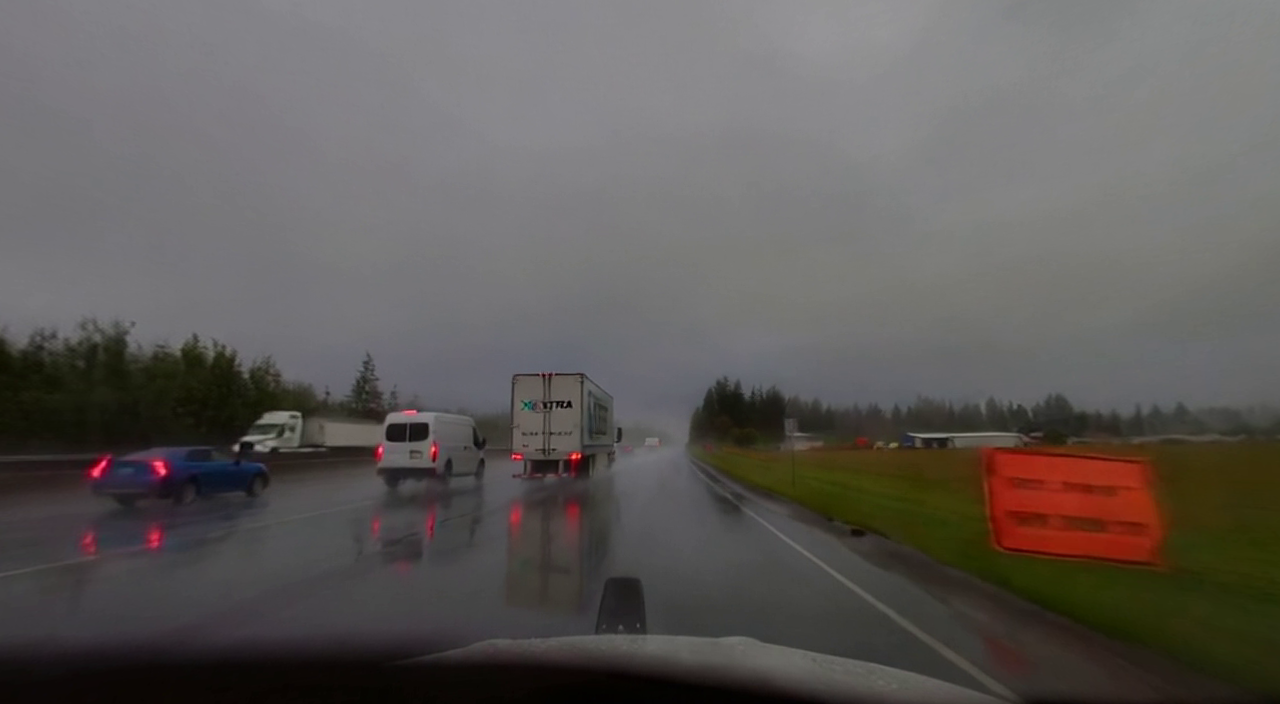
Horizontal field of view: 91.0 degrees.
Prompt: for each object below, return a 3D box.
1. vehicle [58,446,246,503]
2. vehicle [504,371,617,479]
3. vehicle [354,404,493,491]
[{"bbox_3d":[-14.667,3.661,19.384,1.901,1.487,4.622,0,-8,3],"label":"vehicle"},{"bbox_3d":[-3.145,3.422,28.425,3.183,4.011,9.617,0,-8,4],"label":"vehicle"},{"bbox_3d":[-7.260,3.327,22.115,2.469,2.615,5.874,0,-8,3],"label":"vehicle"}]
